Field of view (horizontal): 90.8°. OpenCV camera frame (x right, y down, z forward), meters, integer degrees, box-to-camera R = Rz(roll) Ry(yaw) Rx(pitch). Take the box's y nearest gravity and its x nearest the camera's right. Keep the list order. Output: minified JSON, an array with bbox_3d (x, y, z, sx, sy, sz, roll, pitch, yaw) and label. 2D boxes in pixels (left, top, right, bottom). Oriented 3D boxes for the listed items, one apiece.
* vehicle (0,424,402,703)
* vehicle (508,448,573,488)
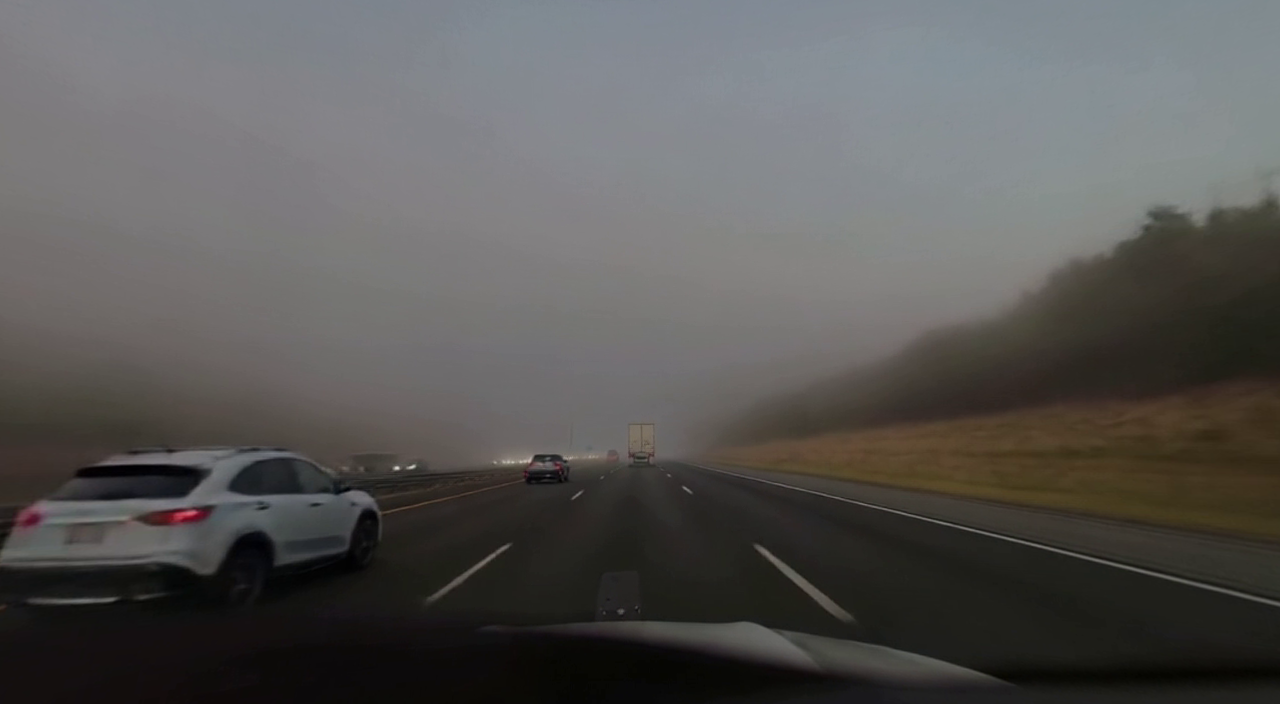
[{"bbox_3d":[-3.834,1.398,4.897,2.053,1.489,4.740,0,-9,1],"label":"vehicle"},{"bbox_3d":[-4.090,4.864,26.697,2.051,1.537,4.111,0,-9,0],"label":"vehicle"}]
